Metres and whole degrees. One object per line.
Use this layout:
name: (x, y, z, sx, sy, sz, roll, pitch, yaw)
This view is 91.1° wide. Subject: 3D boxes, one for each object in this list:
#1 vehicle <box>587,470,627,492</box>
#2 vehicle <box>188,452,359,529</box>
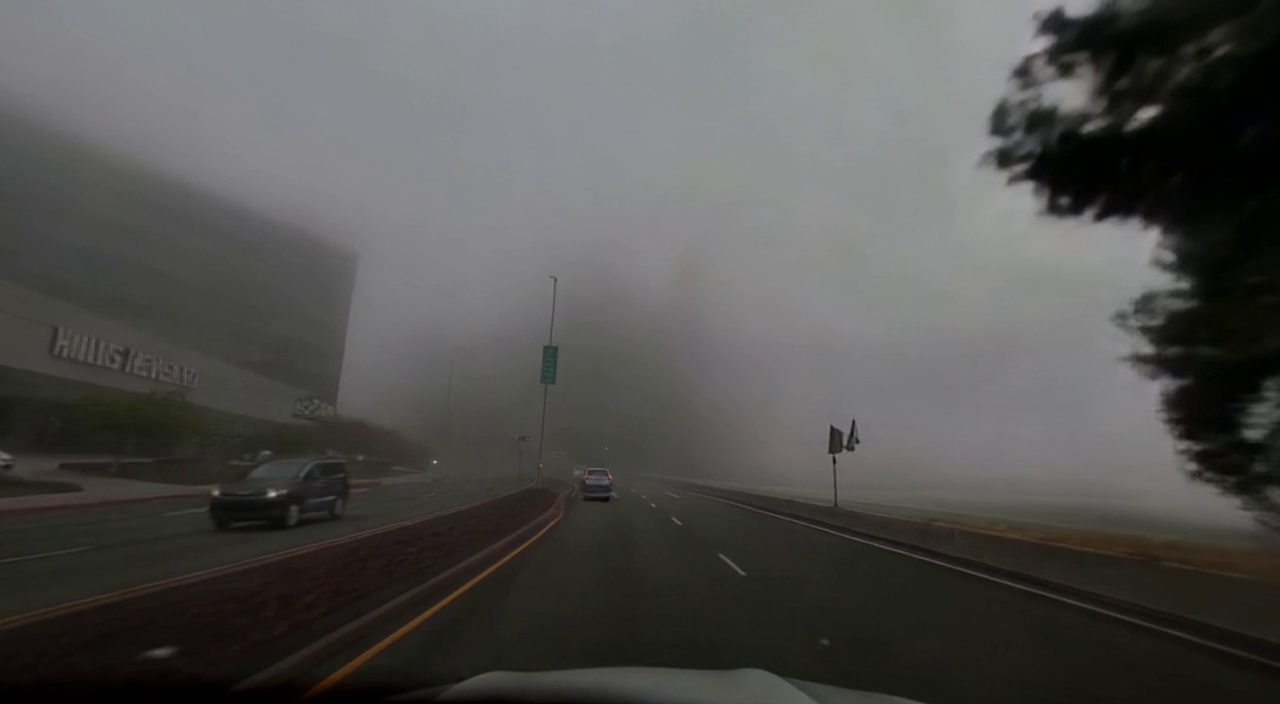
vehicle: (-1.981, 7.615, 37.210, 1.775, 1.186, 2.933, 3, -11, -14)
vehicle: (-8.258, 3.154, 14.652, 1.916, 1.516, 3.970, 2, -11, -7)
